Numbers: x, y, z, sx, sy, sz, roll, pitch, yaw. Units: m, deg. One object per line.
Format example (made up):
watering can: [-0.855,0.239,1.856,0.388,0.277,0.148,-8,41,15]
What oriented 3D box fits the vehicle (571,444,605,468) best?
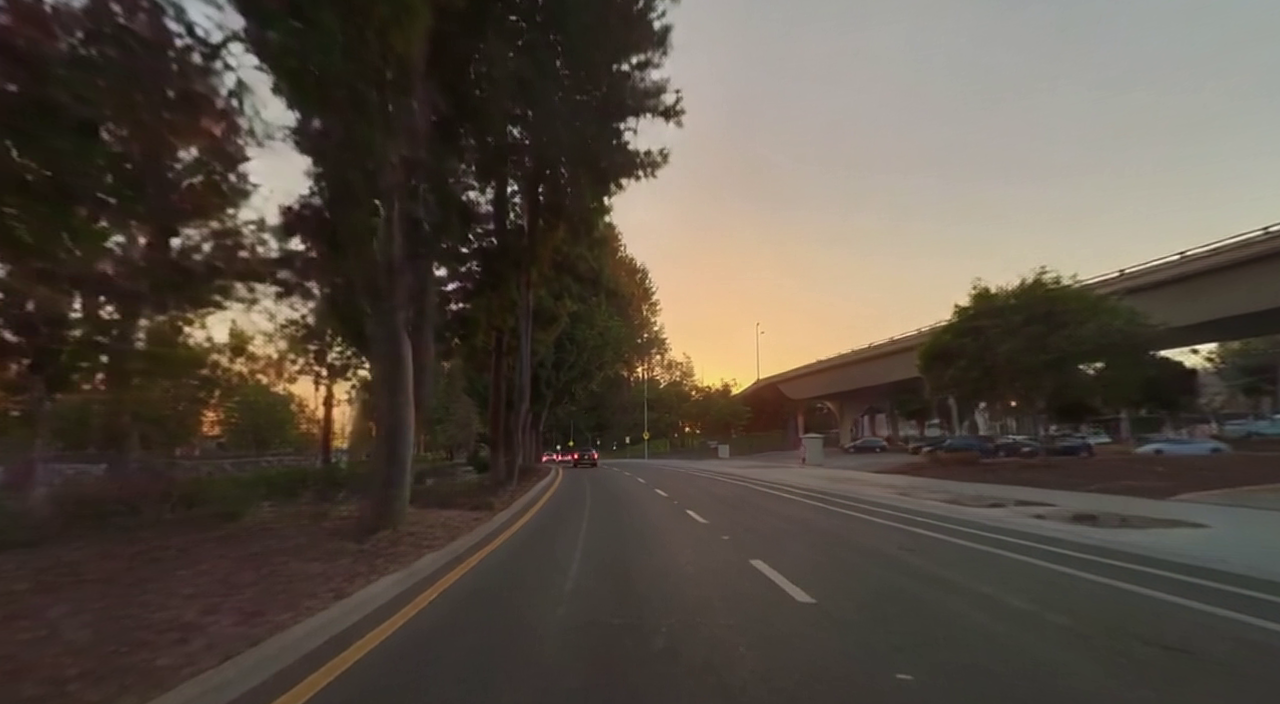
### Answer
vehicle: [-3.851,7.590,46.281,2.184,1.713,4.231,1,-9,-9]
